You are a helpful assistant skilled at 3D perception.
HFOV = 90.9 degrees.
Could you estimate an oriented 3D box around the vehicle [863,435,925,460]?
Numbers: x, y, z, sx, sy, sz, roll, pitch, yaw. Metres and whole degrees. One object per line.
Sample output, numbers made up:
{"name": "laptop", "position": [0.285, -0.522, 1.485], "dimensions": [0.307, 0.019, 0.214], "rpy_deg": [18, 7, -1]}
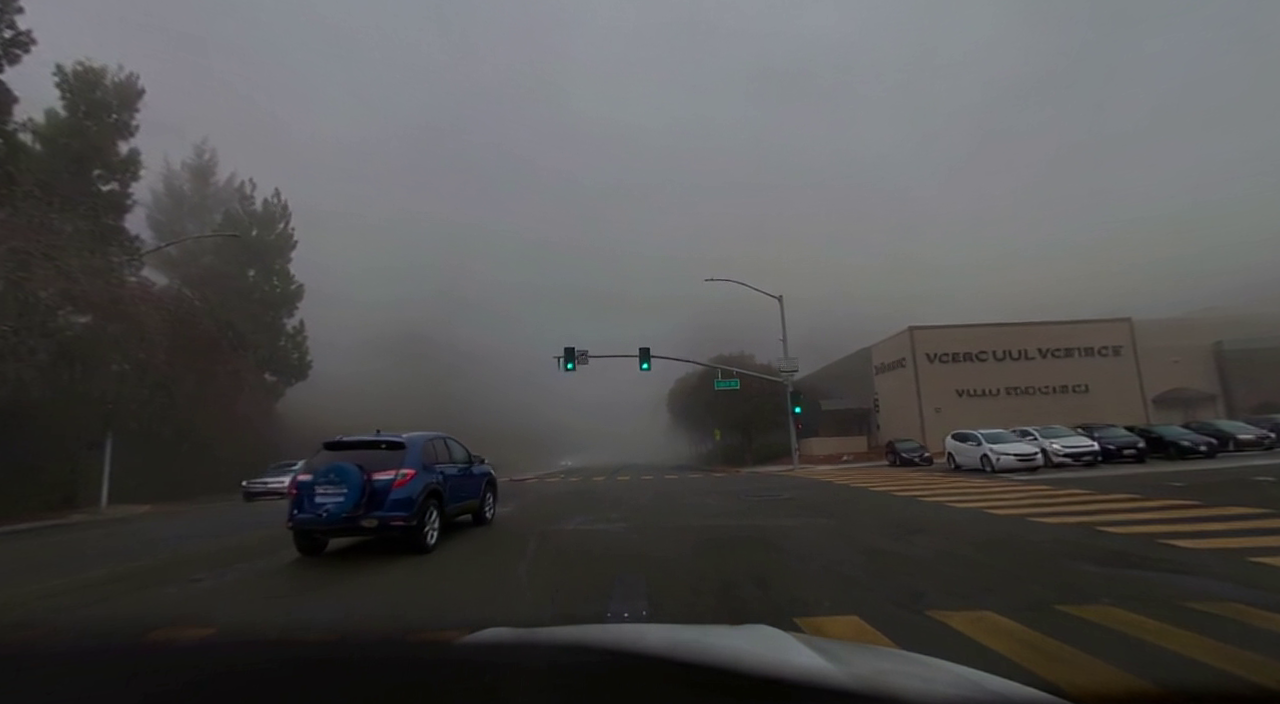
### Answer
{"name": "vehicle", "position": [17.281, 6.491, 42.956], "dimensions": [3.329, 1.415, 1.821], "rpy_deg": [-5, -9, 3]}

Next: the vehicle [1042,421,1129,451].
{"name": "vehicle", "position": [26.458, 5.037, 37.633], "dimensions": [2.011, 1.656, 4.163], "rpy_deg": [0, -9, -2]}

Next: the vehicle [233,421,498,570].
{"name": "vehicle", "position": [-3.594, 1.952, 9.384], "dimensions": [1.934, 1.649, 4.490], "rpy_deg": [0, -9, 0]}

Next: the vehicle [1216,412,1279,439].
{"name": "vehicle", "position": [38.332, 4.504, 38.483], "dimensions": [1.715, 1.480, 4.701], "rpy_deg": [-1, -9, -1]}

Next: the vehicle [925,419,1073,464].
{"name": "vehicle", "position": [13.906, 3.496, 24.623], "dimensions": [4.566, 1.670, 2.000], "rpy_deg": [0, -9, -3]}

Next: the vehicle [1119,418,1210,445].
{"name": "vehicle", "position": [31.179, 4.789, 37.635], "dimensions": [1.823, 1.480, 4.003], "rpy_deg": [0, -9, -3]}

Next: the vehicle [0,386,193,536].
{"name": "vehicle", "position": [-16.518, 2.631, 15.273], "dimensions": [3.161, 3.455, 11.058], "rpy_deg": [0, -9, 0]}
